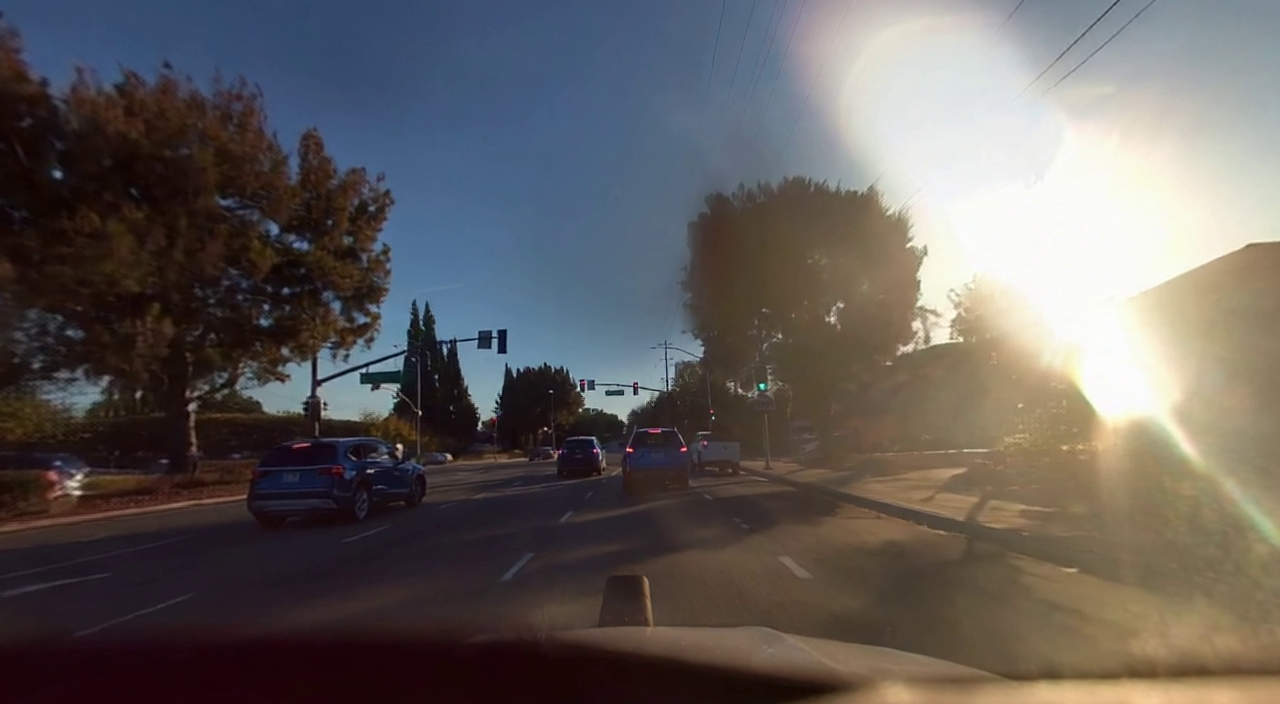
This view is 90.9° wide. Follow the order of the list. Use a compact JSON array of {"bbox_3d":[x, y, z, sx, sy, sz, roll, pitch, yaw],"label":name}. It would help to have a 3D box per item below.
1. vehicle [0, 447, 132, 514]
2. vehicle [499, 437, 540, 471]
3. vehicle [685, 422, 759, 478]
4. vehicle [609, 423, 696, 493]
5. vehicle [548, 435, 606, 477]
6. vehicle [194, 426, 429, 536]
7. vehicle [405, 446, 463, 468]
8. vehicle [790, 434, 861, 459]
[{"bbox_3d":[-18.685,3.853,19.144,4.571,1.857,2.172,0,-9,1],"label":"vehicle"},{"bbox_3d":[-6.812,5.693,35.274,2.108,1.689,4.316,1,-9,-13],"label":"vehicle"},{"bbox_3d":[3.281,4.137,26.636,2.338,2.063,5.672,0,-9,0],"label":"vehicle"},{"bbox_3d":[0.320,3.054,18.320,2.235,1.778,4.178,0,-9,0],"label":"vehicle"},{"bbox_3d":[-2.638,4.491,27.489,2.058,1.659,4.514,0,-9,0],"label":"vehicle"},{"bbox_3d":[-5.853,2.345,12.055,2.052,1.664,4.476,0,-9,0],"label":"vehicle"},{"bbox_3d":[-15.167,7.672,46.249,4.460,1.517,1.860,-6,-12,39],"label":"vehicle"},{"bbox_3d":[14.634,7.467,49.952,4.983,1.560,1.841,-4,-8,0],"label":"vehicle"}]
